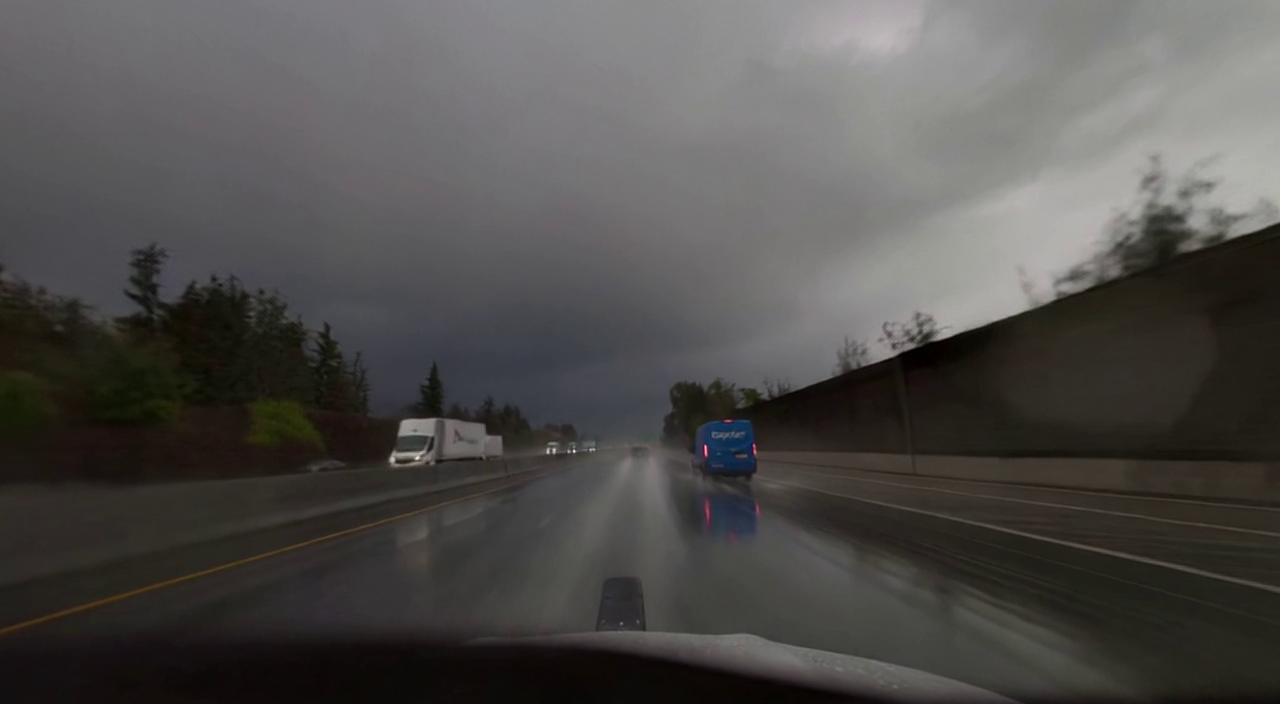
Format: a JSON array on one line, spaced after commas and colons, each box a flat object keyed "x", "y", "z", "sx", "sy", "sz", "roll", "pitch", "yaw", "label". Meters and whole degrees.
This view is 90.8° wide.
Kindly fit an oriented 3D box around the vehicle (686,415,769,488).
[{"x": 3.326, "y": 3.993, "z": 25.422, "sx": 2.373, "sy": 2.561, "sz": 5.922, "roll": 0, "pitch": -9, "yaw": -1, "label": "vehicle"}]

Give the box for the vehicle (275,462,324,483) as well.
[{"x": -24.425, "y": 8.615, "z": 45.403, "sx": 1.568, "sy": 1.378, "sz": 3.479, "roll": 0, "pitch": -9, "yaw": -1, "label": "vehicle"}]
